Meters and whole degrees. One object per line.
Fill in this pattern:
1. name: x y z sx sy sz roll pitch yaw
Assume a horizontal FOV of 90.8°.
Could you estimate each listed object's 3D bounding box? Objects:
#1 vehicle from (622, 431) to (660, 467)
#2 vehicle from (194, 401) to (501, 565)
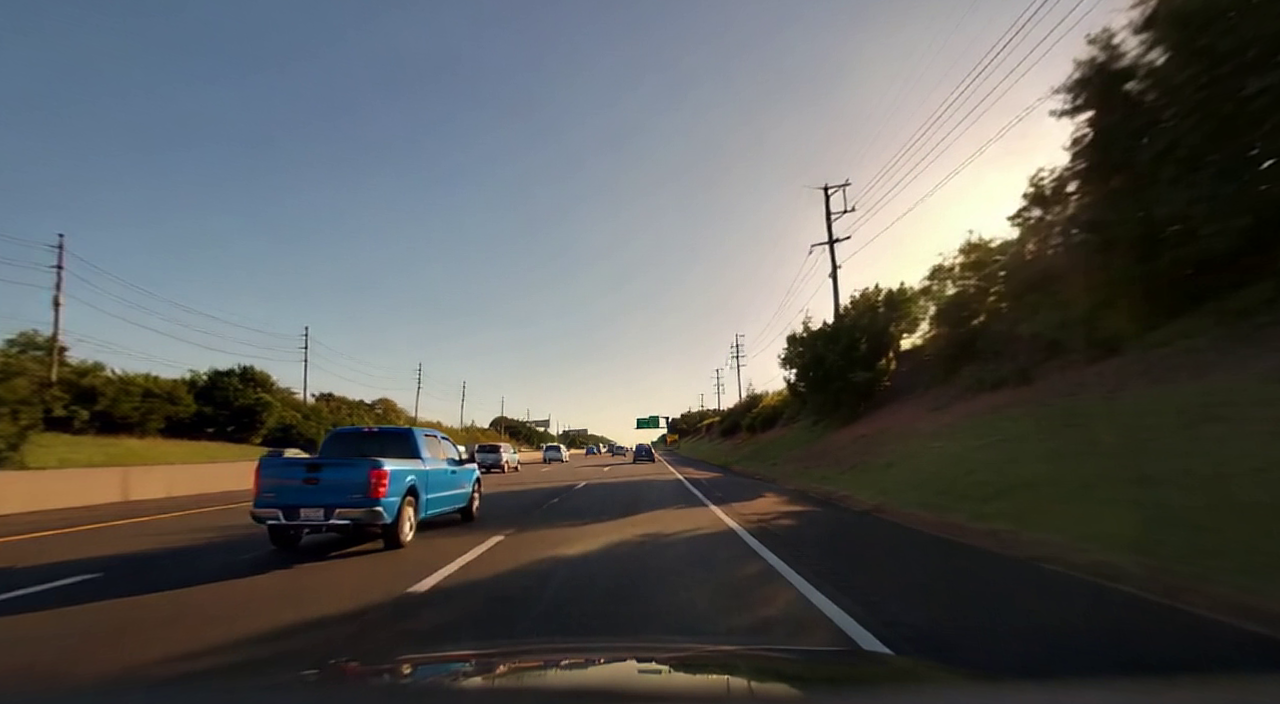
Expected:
1. vehicle: 0.054 6.307 41.175 2.358 2.144 4.713 0 -9 -1
2. vehicle: -3.833 1.852 9.724 2.204 1.812 5.289 0 -9 0
